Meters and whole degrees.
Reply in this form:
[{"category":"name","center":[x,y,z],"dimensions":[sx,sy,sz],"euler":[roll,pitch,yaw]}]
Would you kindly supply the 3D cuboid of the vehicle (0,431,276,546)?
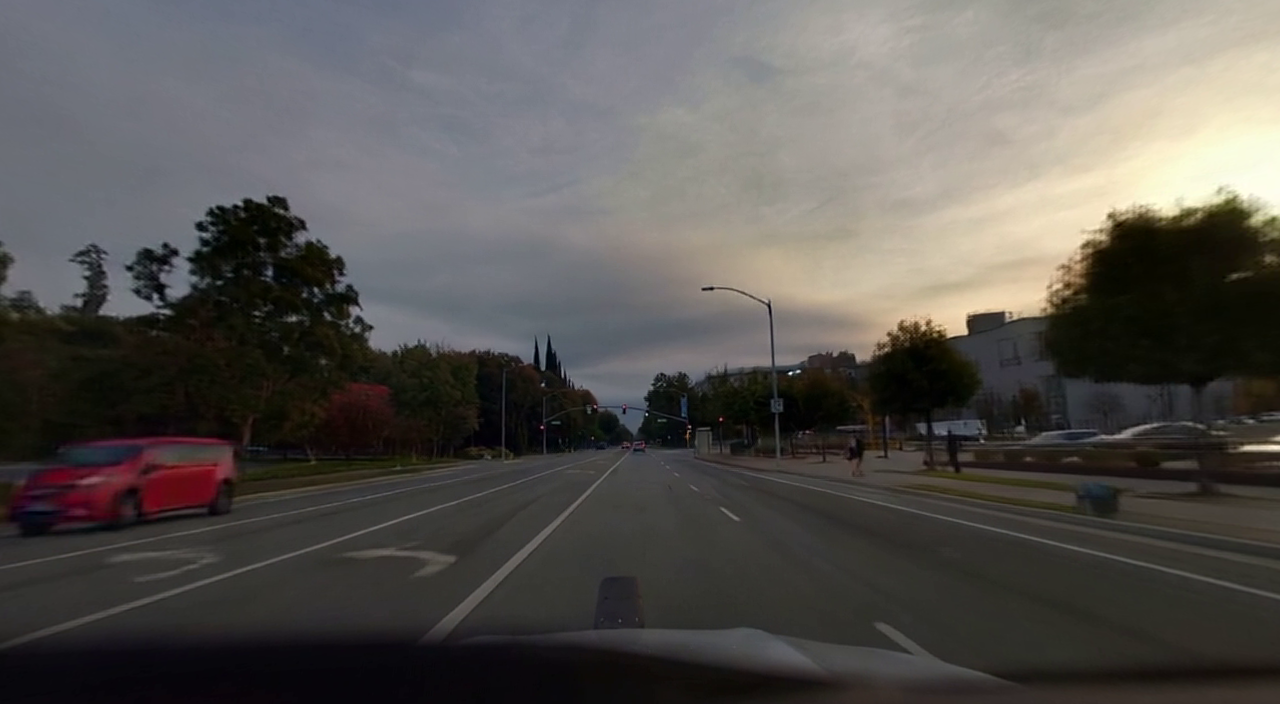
[{"category":"vehicle","center":[-9.205,2.408,11.911],"dimensions":[2.066,1.709,4.509],"euler":[0,-8,-2]}]
